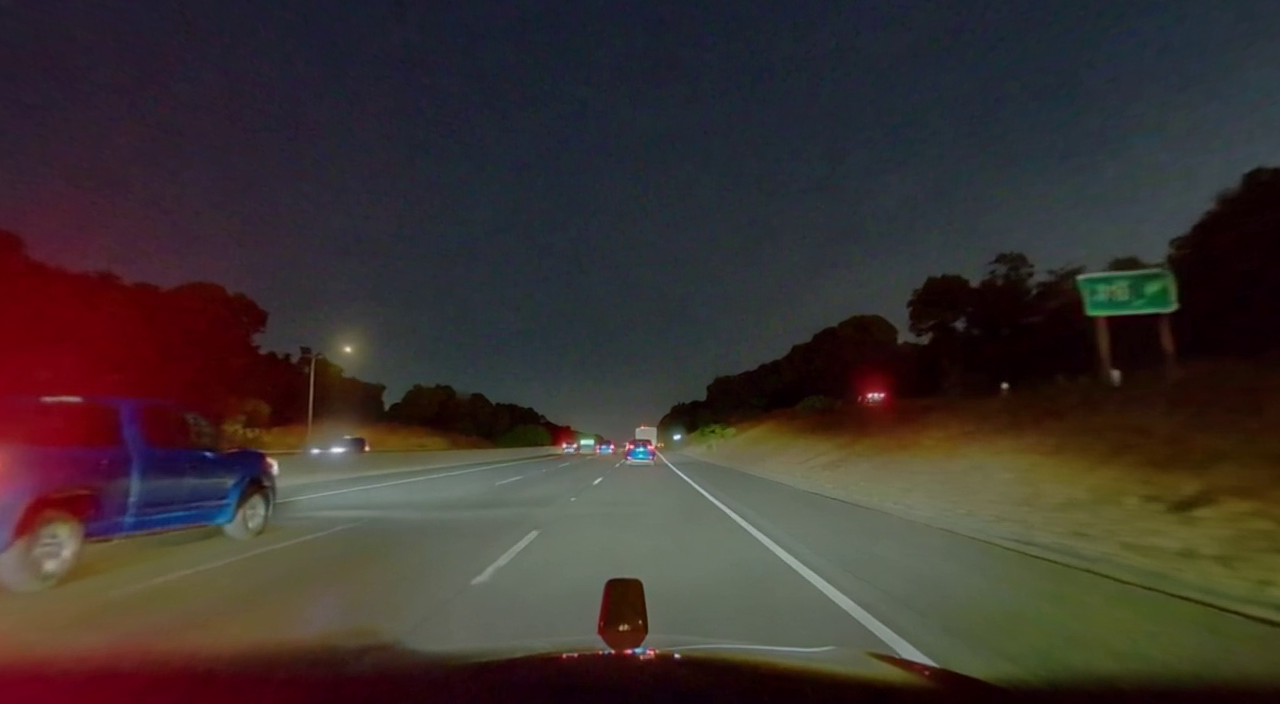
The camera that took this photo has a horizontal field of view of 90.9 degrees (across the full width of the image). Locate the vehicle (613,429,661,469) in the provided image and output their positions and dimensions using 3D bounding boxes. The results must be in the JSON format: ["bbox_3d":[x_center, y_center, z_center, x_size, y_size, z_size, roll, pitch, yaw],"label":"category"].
[{"bbox_3d":[-0.144,5.113,33.252,2.309,1.915,5.130,0,-8,0],"label":"vehicle"}]

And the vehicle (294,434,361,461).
[{"bbox_3d":[-20.996,6.440,42.660,2.125,1.709,4.642,0,-8,0],"label":"vehicle"}]

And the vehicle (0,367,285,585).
[{"bbox_3d":[-6.940,1.362,7.303,2.323,1.947,5.672,0,-8,0],"label":"vehicle"}]
